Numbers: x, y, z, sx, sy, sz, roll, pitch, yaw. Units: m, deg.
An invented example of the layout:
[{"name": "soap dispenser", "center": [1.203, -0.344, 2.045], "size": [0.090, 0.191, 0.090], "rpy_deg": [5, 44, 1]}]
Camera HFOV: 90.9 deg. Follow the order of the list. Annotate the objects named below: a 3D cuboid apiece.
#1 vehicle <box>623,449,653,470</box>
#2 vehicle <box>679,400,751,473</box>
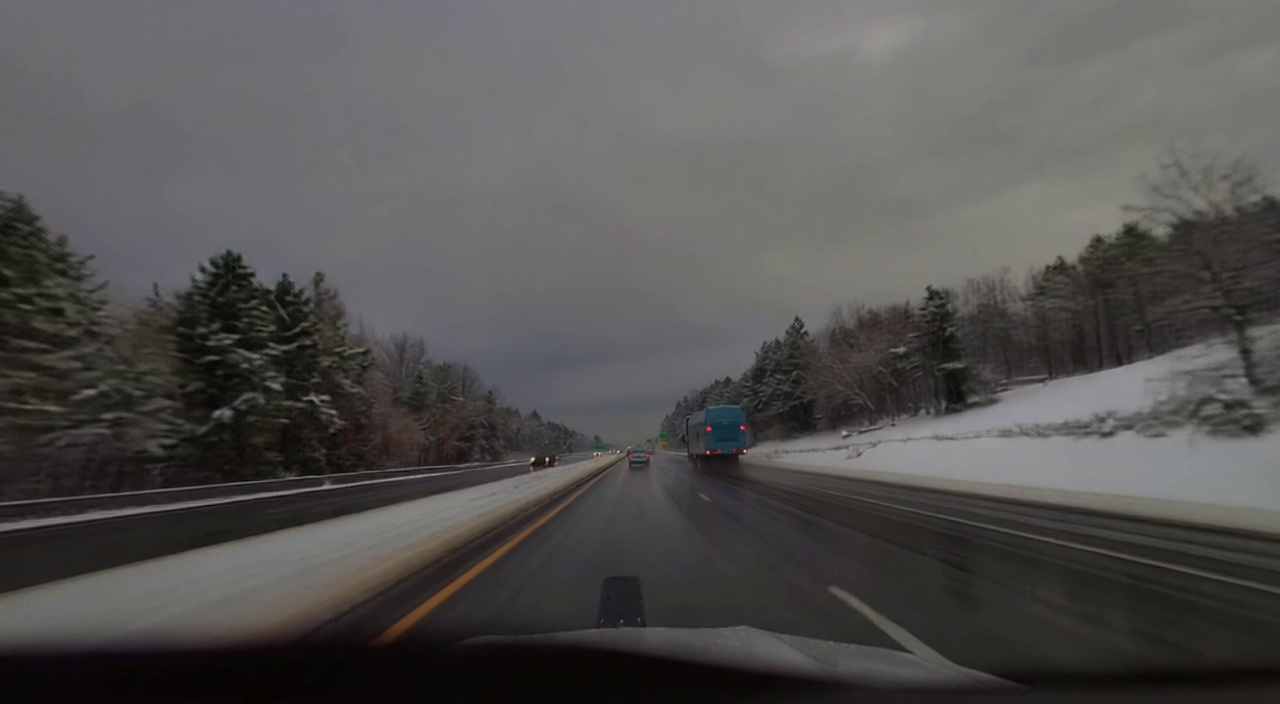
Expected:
[{"name": "vehicle", "center": [-0.150, 7.394, 43.537], "size": [1.926, 1.386, 3.615], "rpy_deg": [0, -9, 0]}, {"name": "vehicle", "center": [4.722, 5.945, 43.337], "size": [2.939, 4.129, 14.300], "rpy_deg": [0, -9, -1]}]
